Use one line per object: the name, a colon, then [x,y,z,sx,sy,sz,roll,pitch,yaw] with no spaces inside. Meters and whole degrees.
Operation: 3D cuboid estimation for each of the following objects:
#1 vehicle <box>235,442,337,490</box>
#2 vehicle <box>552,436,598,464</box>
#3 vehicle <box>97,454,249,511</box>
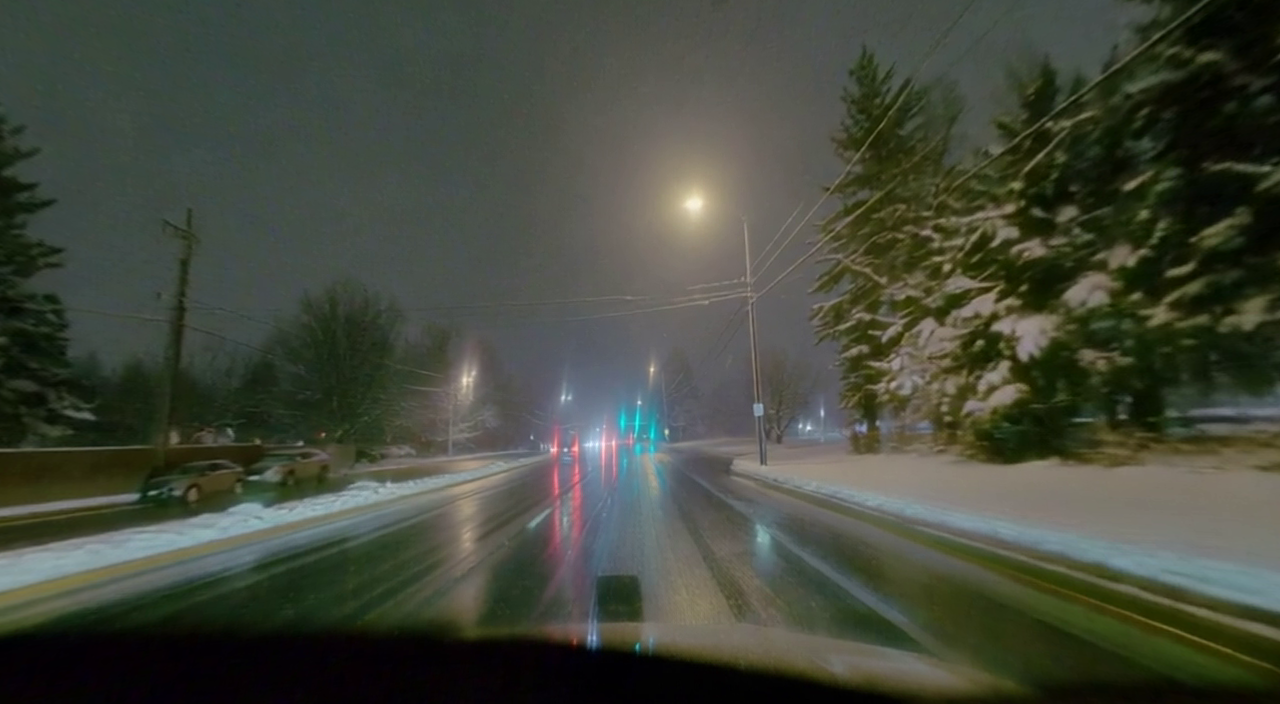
vehicle: [-15.787,5.060,28.522,2.050,1.784,4.577,-3,-7,-1]
vehicle: [-3.523,5.378,34.890,2.030,1.467,4.251,0,-8,0]
vehicle: [-15.556,4.330,21.400,1.901,1.454,4.249,-3,-7,1]
